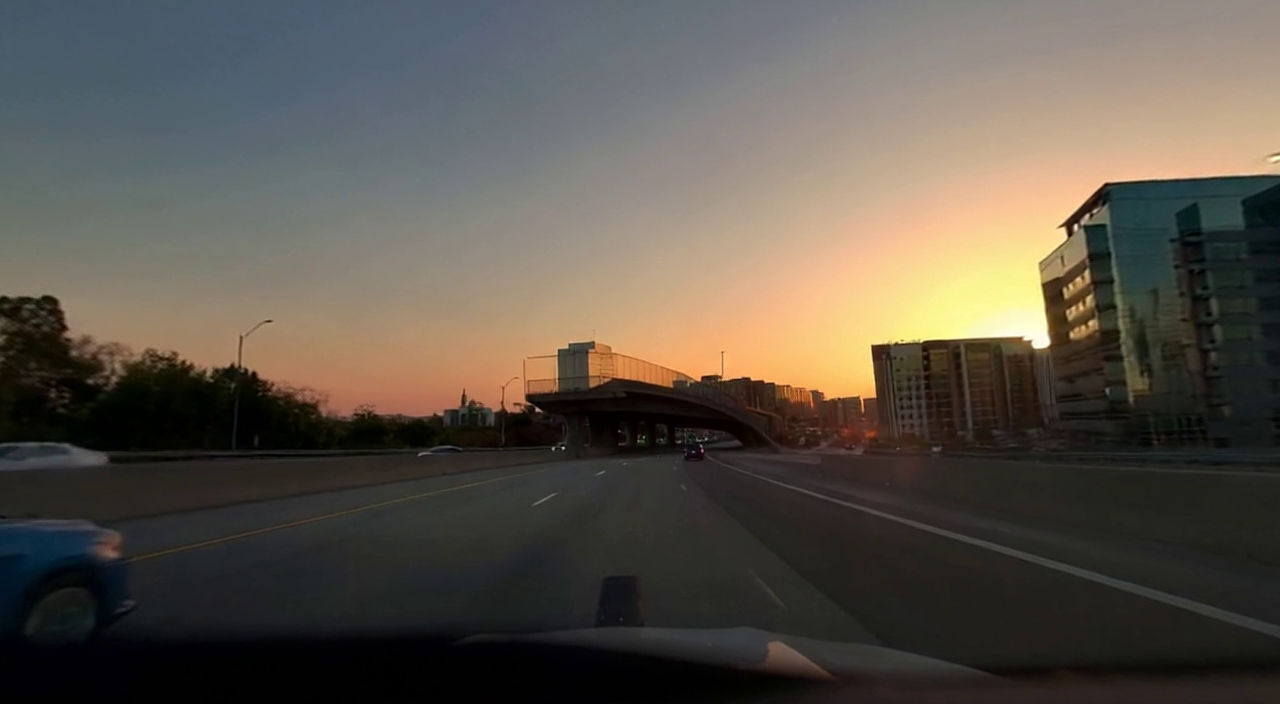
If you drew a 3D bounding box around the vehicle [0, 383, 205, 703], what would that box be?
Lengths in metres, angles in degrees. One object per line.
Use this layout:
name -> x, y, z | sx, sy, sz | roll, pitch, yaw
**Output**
vehicle -> -3.970, 0.775, 1.763 | 2.087, 1.566, 4.756 | 0, -8, 0
